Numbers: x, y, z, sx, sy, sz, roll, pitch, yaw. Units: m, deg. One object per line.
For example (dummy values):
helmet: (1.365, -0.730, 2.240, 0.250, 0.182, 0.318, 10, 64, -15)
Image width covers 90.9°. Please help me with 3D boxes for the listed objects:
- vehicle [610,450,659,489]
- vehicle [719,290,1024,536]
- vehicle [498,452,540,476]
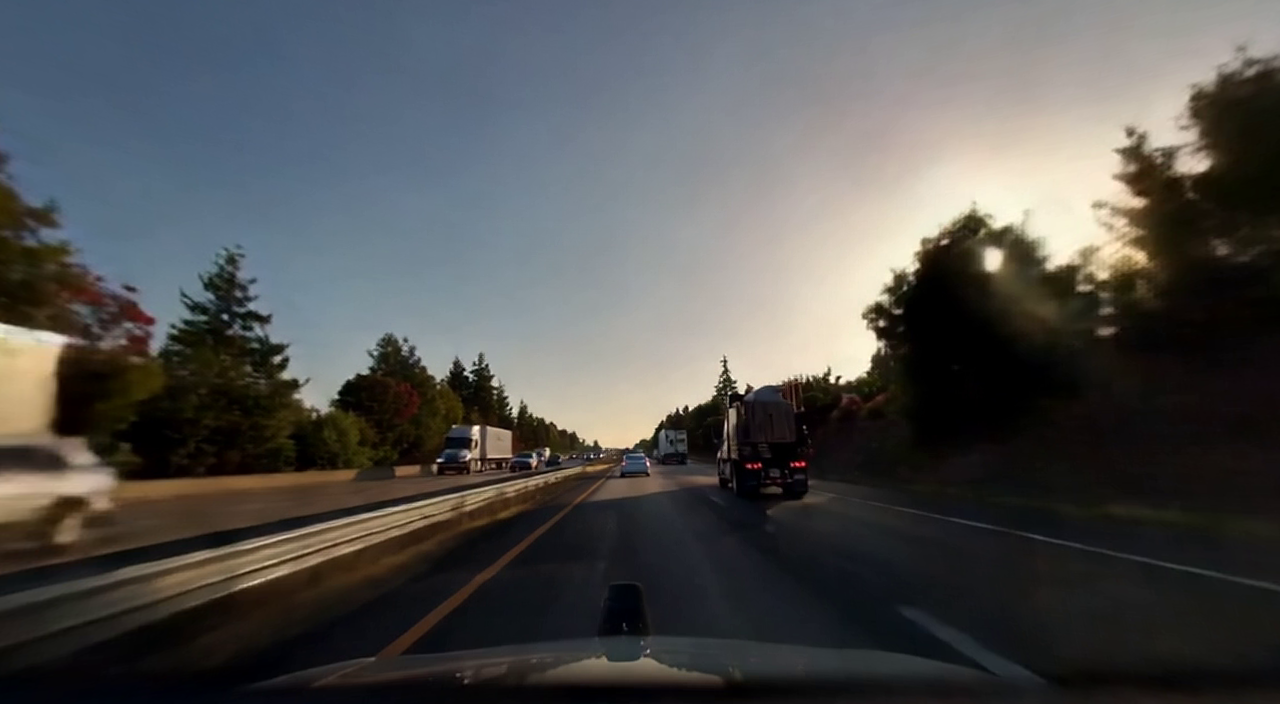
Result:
vehicle: (-0.226, 4.946, 26.812, 1.939, 1.495, 3.612, 0, -9, -1)
vehicle: (4.625, 2.032, 17.340, 2.842, 4.060, 13.939, 0, -9, -1)
vehicle: (-8.626, 8.005, 45.365, 2.065, 1.558, 5.029, 0, -9, 0)
